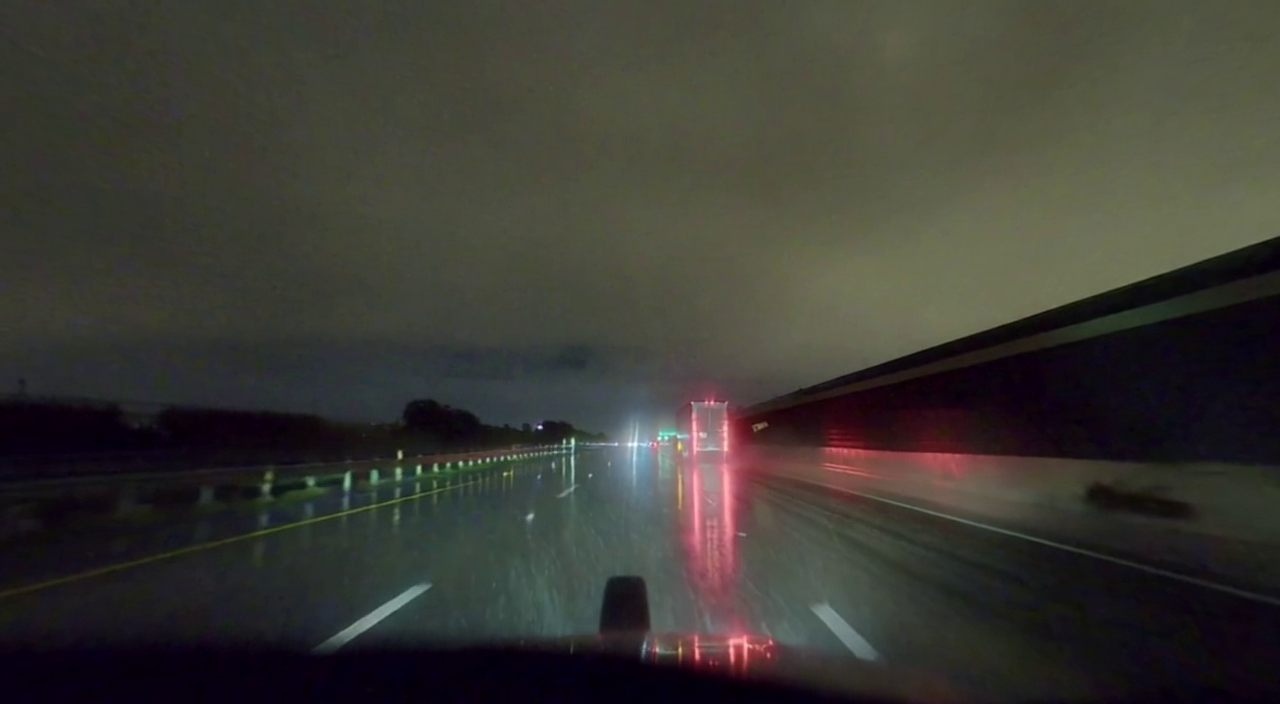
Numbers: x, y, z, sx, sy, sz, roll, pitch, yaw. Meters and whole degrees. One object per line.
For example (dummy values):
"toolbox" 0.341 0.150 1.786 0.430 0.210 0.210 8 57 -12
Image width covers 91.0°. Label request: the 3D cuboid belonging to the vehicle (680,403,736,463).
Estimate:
"vehicle" 4.854 6.077 46.634 3.208 3.950 8.714 0 -8 0
